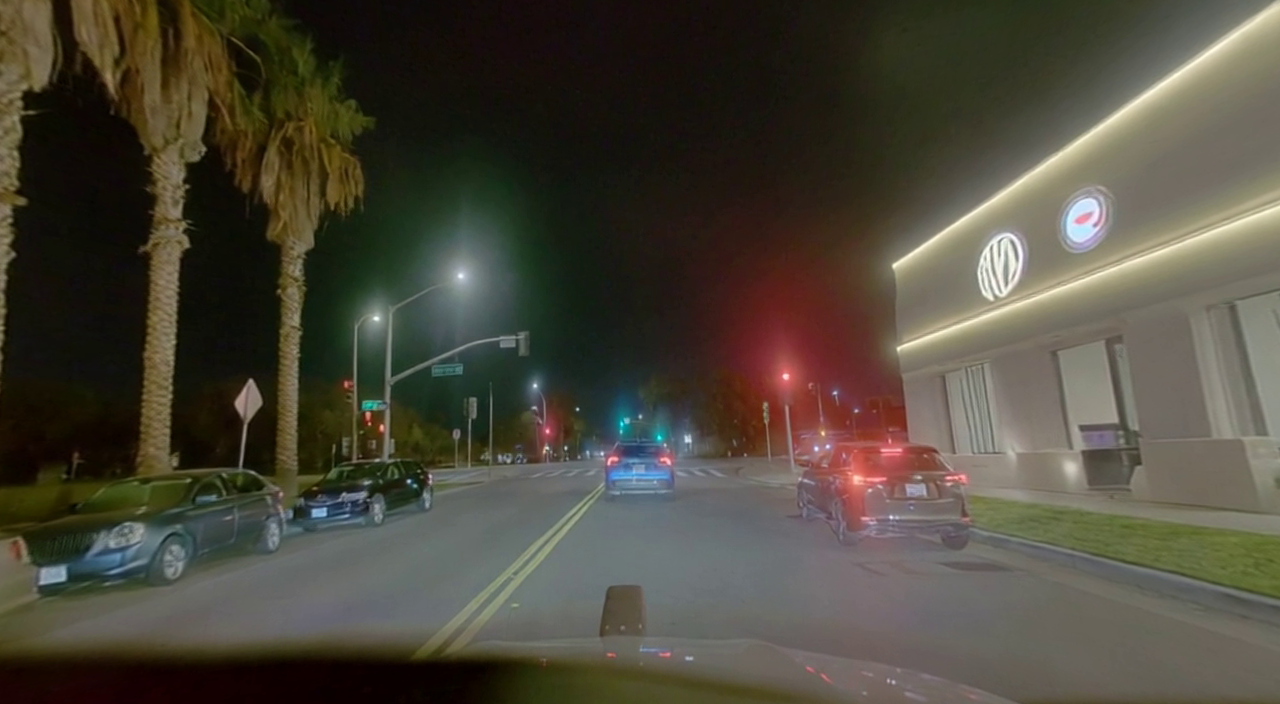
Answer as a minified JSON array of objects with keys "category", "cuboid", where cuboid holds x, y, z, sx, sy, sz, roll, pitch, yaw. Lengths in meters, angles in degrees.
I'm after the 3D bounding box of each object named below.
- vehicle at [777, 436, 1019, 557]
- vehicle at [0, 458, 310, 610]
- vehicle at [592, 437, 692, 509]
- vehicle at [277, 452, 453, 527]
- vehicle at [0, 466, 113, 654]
[{"category":"vehicle","cuboid":[3.550,2.043,9.739,1.821,1.417,4.454,0,-8,0]},{"category":"vehicle","cuboid":[-6.453,2.243,8.617,1.775,1.479,3.879,0,-8,0]},{"category":"vehicle","cuboid":[0.044,2.802,15.099,2.060,1.452,4.078,0,-8,0]},{"category":"vehicle","cuboid":[-6.376,3.207,15.392,2.105,1.469,4.693,0,-8,1]},{"category":"vehicle","cuboid":[-6.179,1.543,3.946,1.850,1.482,4.454,0,-8,1]}]
